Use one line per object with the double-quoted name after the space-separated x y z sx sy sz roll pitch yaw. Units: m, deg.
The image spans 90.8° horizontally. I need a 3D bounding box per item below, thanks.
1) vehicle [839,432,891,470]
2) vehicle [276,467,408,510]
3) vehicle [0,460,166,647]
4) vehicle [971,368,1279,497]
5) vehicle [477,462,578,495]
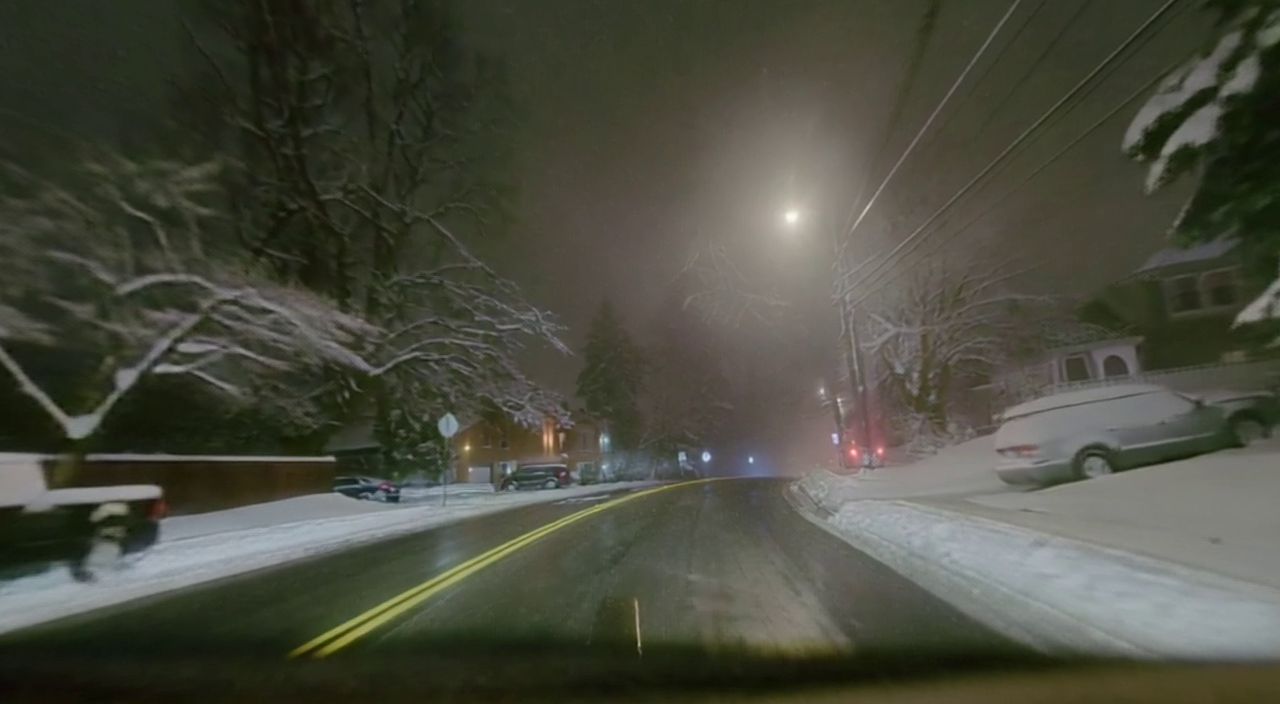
12.144 5.338 34.417 2.163 1.885 4.804 -3 -8 14 "vehicle"
-11.503 5.281 24.570 4.175 1.492 1.845 -1 -9 -1 "vehicle"
-6.647 1.649 5.193 1.963 1.539 4.210 -3 -22 3 "vehicle"
9.497 1.610 12.320 4.740 1.638 2.018 -4 -24 -3 "vehicle"
-6.896 7.834 39.038 5.643 1.759 2.110 -1 -19 7 "vehicle"
